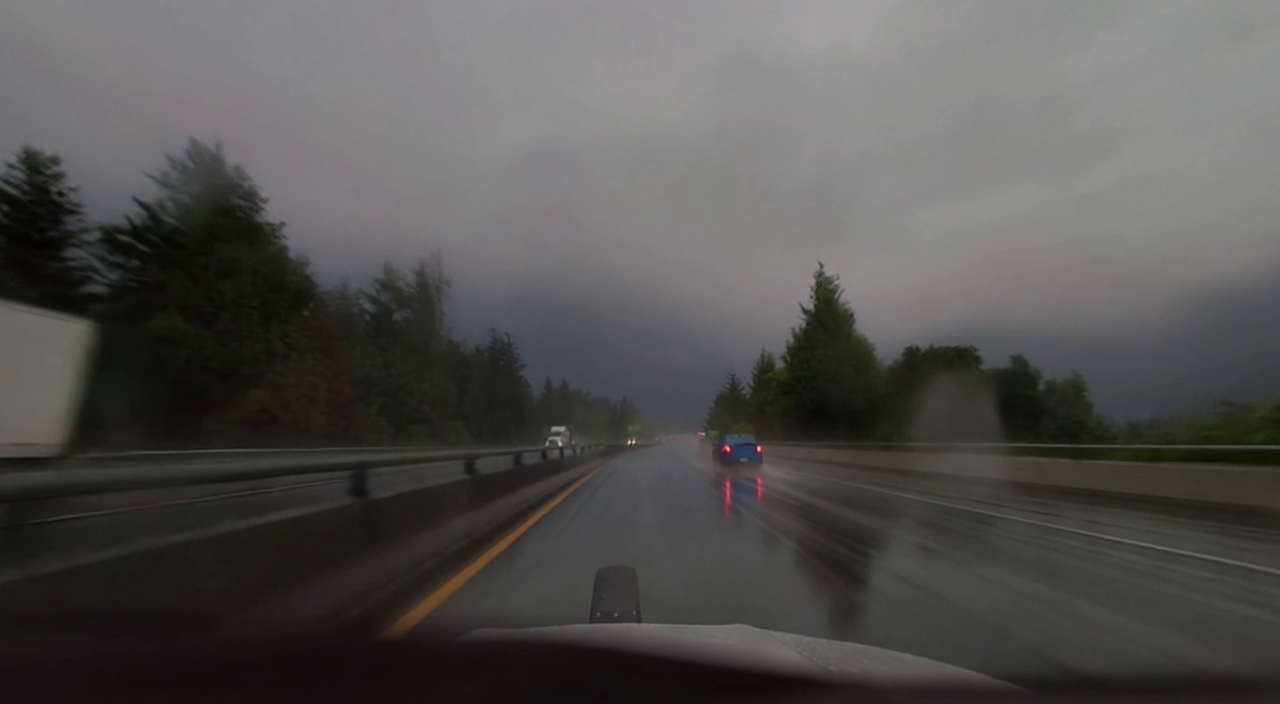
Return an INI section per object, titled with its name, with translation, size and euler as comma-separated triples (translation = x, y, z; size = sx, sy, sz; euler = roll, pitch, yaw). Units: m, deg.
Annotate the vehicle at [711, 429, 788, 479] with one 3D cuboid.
[vehicle]
translation = 3.942, 3.754, 23.401
size = 2.022, 1.663, 4.245
euler = 0, -8, -1
